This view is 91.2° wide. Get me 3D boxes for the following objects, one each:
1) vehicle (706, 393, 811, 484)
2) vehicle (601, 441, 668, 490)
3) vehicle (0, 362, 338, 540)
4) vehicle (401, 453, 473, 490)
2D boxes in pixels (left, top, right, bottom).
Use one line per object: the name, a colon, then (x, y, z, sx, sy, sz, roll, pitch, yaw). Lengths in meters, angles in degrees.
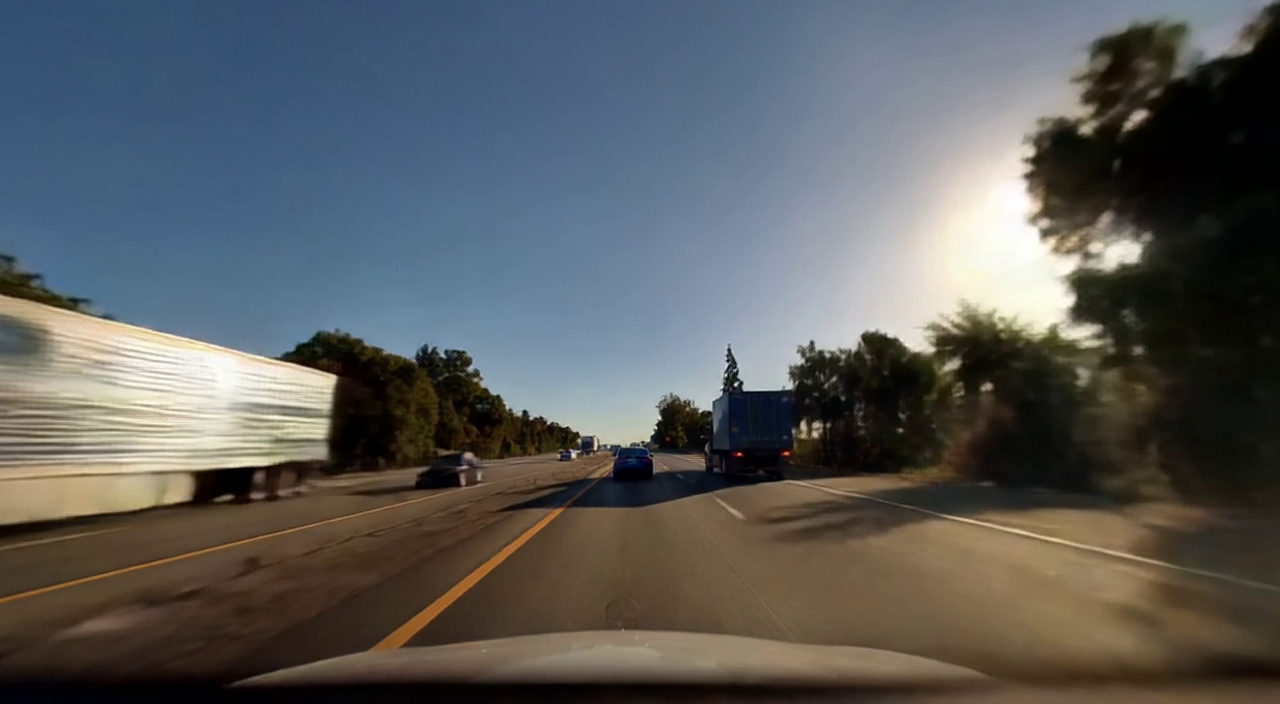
vehicle: (4.599, 3.629, 26.037, 2.791, 3.201, 7.145, 0, -9, -1)
vehicle: (-0.191, 3.821, 21.362, 2.066, 1.490, 3.759, 0, -9, -1)
vehicle: (-13.409, 2.743, 17.482, 3.243, 3.224, 13.889, 0, -9, -1)
vehicle: (-8.949, 5.282, 28.012, 1.941, 1.513, 3.779, -1, -9, 0)
